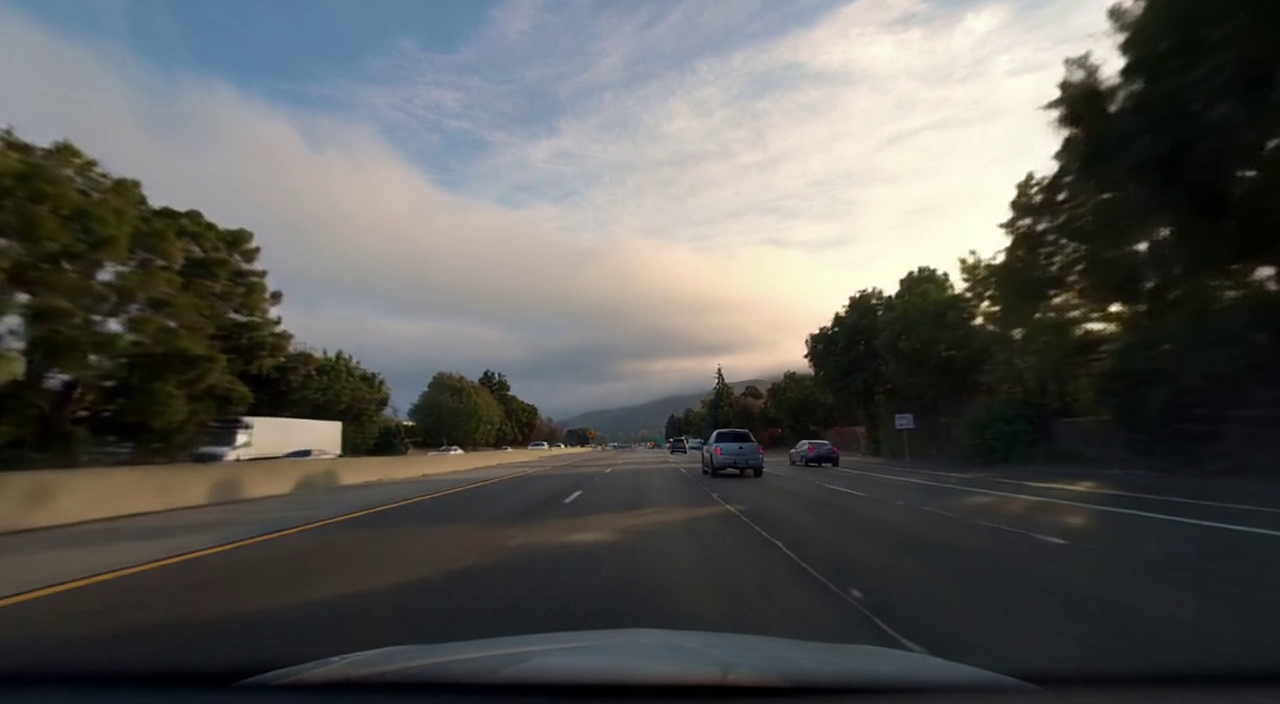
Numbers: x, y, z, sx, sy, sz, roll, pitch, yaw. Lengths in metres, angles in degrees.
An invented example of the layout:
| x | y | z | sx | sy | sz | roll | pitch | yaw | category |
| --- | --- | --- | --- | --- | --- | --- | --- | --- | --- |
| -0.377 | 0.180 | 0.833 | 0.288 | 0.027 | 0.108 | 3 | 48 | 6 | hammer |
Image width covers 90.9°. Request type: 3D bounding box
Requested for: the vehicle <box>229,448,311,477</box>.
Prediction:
| x | y | z | sx | sy | sz | roll | pitch | yaw | category |
| --- | --- | --- | --- | --- | --- | --- | --- | --- | --- |
| -20.855 | 6.208 | 35.791 | 1.912 | 1.449 | 4.574 | 0 | -8 | 0 | vehicle |

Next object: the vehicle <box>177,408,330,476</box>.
| x | y | z | sx | sy | sz | roll | pitch | yaw | category |
| --- | --- | --- | --- | --- | --- | --- | --- | --- | --- |
| -24.824 | 5.941 | 41.655 | 2.979 | 3.823 | 11.123 | 0 | -8 | 0 | vehicle |

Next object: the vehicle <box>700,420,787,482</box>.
| x | y | z | sx | sy | sz | roll | pitch | yaw | category |
| --- | --- | --- | --- | --- | --- | --- | --- | --- | --- |
| 3.599 | 3.603 | 23.168 | 2.218 | 1.964 | 5.662 | 0 | -8 | 0 | vehicle |

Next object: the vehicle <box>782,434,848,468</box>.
| x | y | z | sx | sy | sz | roll | pitch | yaw | category |
| --- | --- | --- | --- | --- | --- | --- | --- | --- | --- |
| 9.240 | 5.255 | 33.675 | 2.045 | 1.658 | 4.598 | 0 | -8 | -2 | vehicle |
